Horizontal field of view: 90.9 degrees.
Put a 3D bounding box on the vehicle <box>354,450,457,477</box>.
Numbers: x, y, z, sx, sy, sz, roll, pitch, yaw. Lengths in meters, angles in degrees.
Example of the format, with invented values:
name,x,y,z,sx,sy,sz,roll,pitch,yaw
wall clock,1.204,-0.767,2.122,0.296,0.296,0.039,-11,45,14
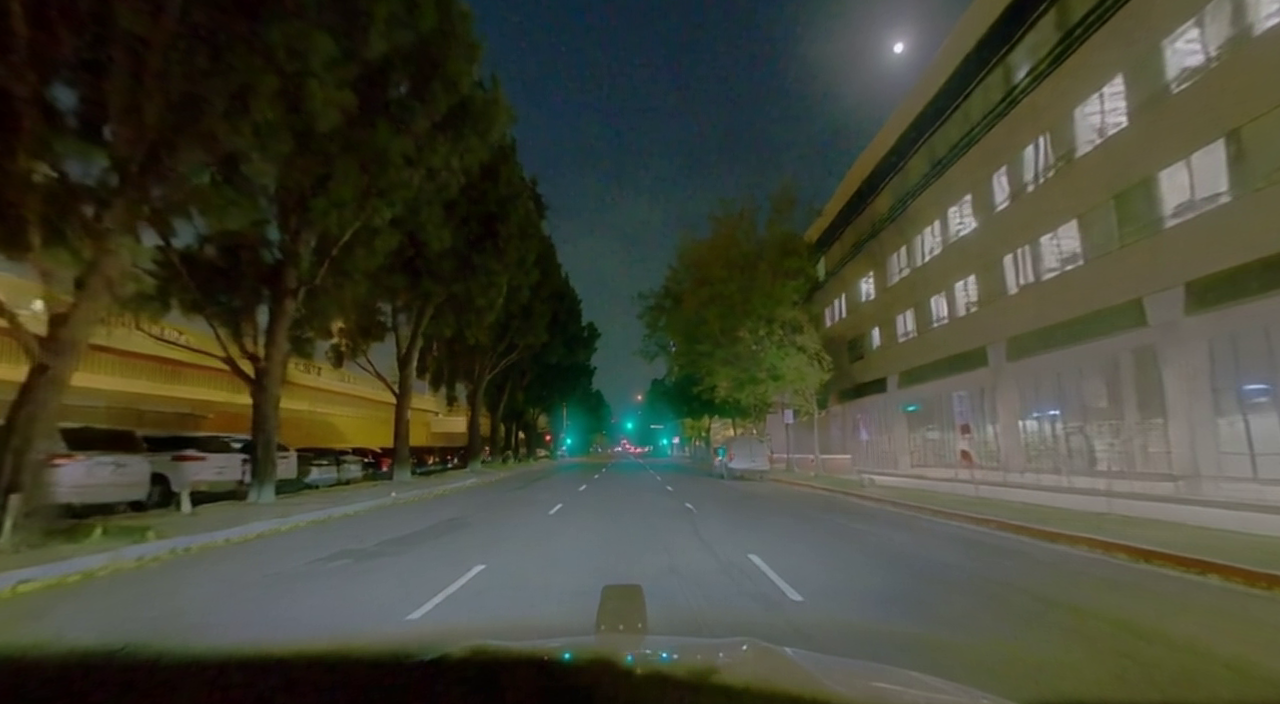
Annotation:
name,x,y,z,sx,sy,sz,roll,pitch,yaw
vehicle,-13.857,6.604,37.496,5.269,1.491,2.133,0,-9,1

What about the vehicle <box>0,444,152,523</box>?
name,x,y,z,sx,sy,sz,roll,pitch,yaw
vehicle,-13.695,2.768,13.585,4.561,1.531,2.147,0,-9,1

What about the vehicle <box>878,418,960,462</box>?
name,x,y,z,sx,sy,sz,roll,pitch,yaw
vehicle,18.167,5.864,41.574,2.341,2.648,6.024,1,-9,-3

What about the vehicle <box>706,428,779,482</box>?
name,x,y,z,sx,sy,sz,roll,pitch,yaw
vehicle,5.156,5.330,32.771,2.596,2.509,6.178,0,-9,-2
